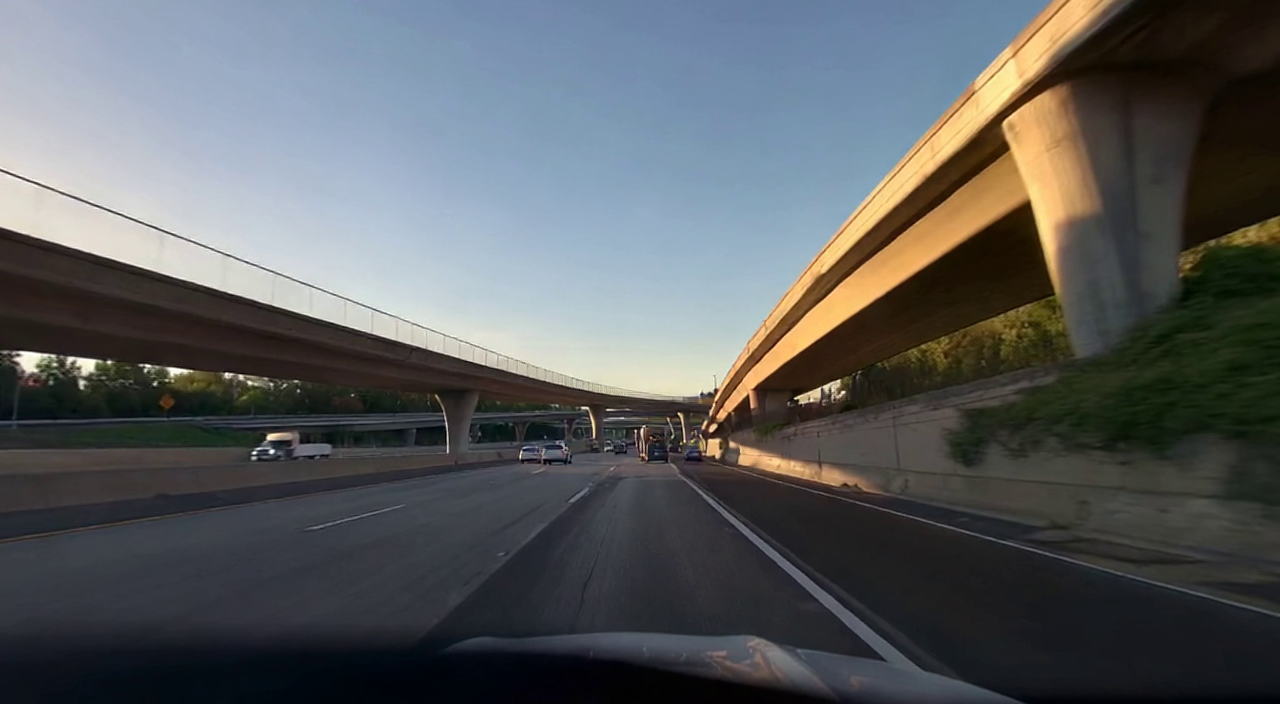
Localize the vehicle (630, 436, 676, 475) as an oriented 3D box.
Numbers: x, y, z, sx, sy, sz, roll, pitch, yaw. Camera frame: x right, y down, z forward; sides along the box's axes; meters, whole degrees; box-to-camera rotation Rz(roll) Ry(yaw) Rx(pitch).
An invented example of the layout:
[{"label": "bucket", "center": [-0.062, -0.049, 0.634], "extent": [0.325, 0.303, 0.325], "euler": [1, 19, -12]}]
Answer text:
[{"label": "vehicle", "center": [0.550, 4.901, 30.150], "extent": [2.052, 1.711, 4.223], "euler": [0, -8, -1]}]
